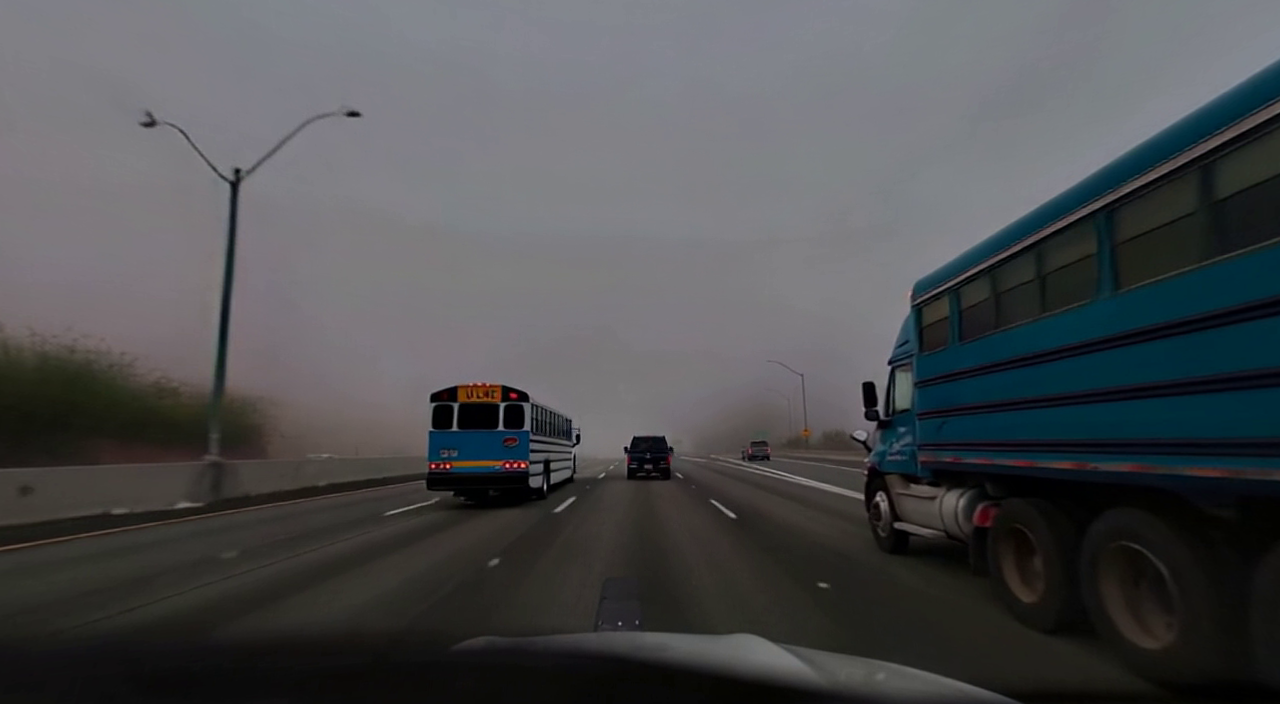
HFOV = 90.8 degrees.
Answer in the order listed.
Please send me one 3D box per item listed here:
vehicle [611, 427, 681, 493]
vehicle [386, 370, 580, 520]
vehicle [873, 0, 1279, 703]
[{"bbox_3d":[0.145,3.500,20.758,2.037,1.929,4.343,0,-8,-1],"label":"vehicle"},{"bbox_3d":[-3.539,2.456,16.805,2.947,3.009,7.991,0,-8,1],"label":"vehicle"},{"bbox_3d":[4.160,0.039,3.657,3.050,3.810,6.889,0,-8,2],"label":"vehicle"}]
